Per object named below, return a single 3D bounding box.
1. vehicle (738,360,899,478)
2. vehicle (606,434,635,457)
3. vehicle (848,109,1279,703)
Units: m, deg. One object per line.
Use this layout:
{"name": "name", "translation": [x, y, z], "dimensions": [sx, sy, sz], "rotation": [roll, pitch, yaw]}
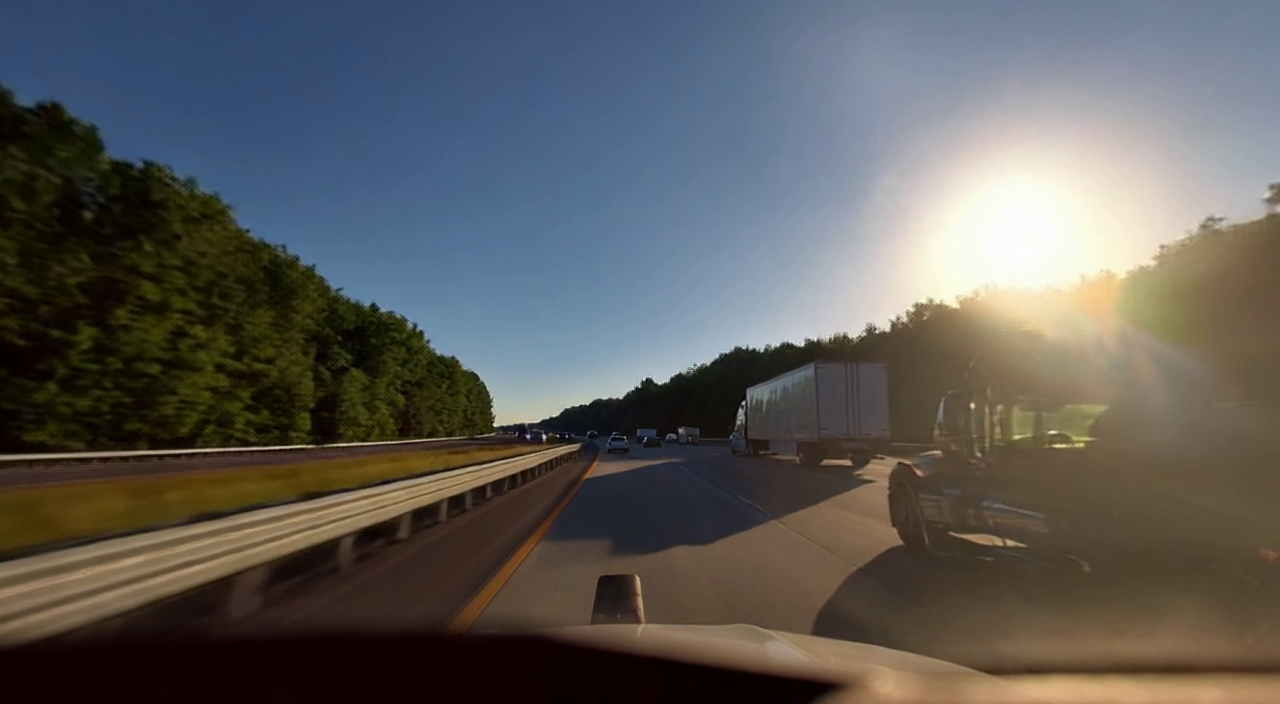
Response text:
{"name": "vehicle", "translation": [7.301, 3.277, 29.093], "dimensions": [2.888, 4.093, 14.227], "rotation": [0, -8, -2]}
{"name": "vehicle", "translation": [-1.501, 7.019, 47.476], "dimensions": [2.088, 1.671, 4.068], "rotation": [0, -8, -2]}
{"name": "vehicle", "translation": [3.442, 0.593, 3.632], "dimensions": [2.436, 2.521, 5.409], "rotation": [0, -8, -2]}
